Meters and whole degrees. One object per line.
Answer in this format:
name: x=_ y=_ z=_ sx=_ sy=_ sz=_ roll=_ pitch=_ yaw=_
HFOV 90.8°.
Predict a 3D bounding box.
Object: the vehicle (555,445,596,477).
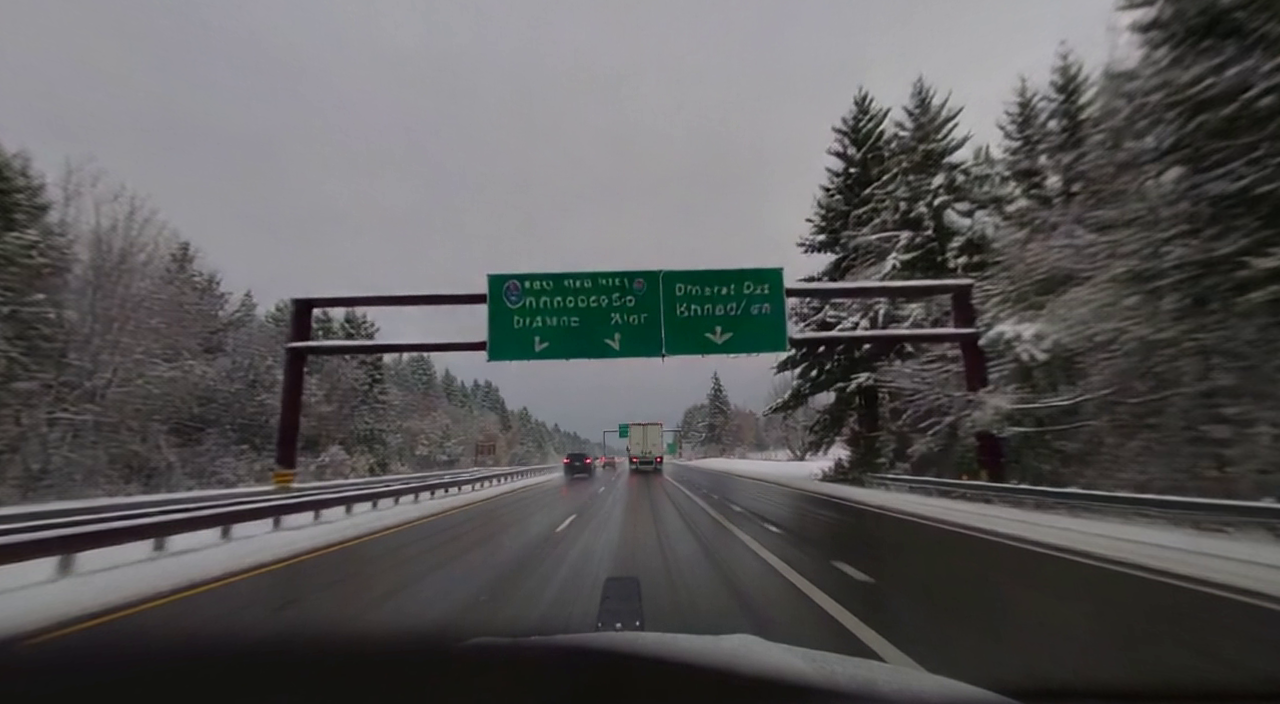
vehicle: x=-4.207 y=7.184 z=41.823 sx=2.168 sy=1.980 sz=4.622 roll=0 pitch=-9 yaw=0
